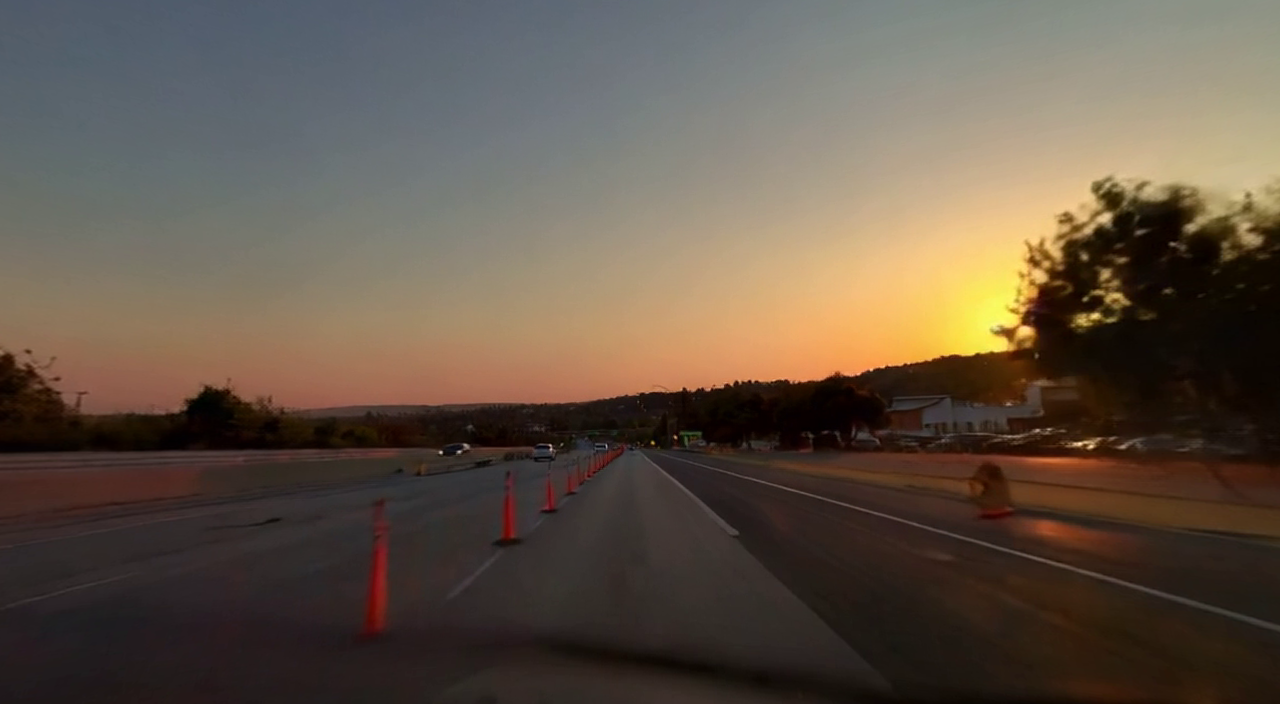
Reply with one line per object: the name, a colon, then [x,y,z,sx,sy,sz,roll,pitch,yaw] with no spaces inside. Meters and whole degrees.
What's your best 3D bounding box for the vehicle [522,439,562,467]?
vehicle: [-6.530,6.747,42.491,2.036,1.758,4.529,0,-9,0]
